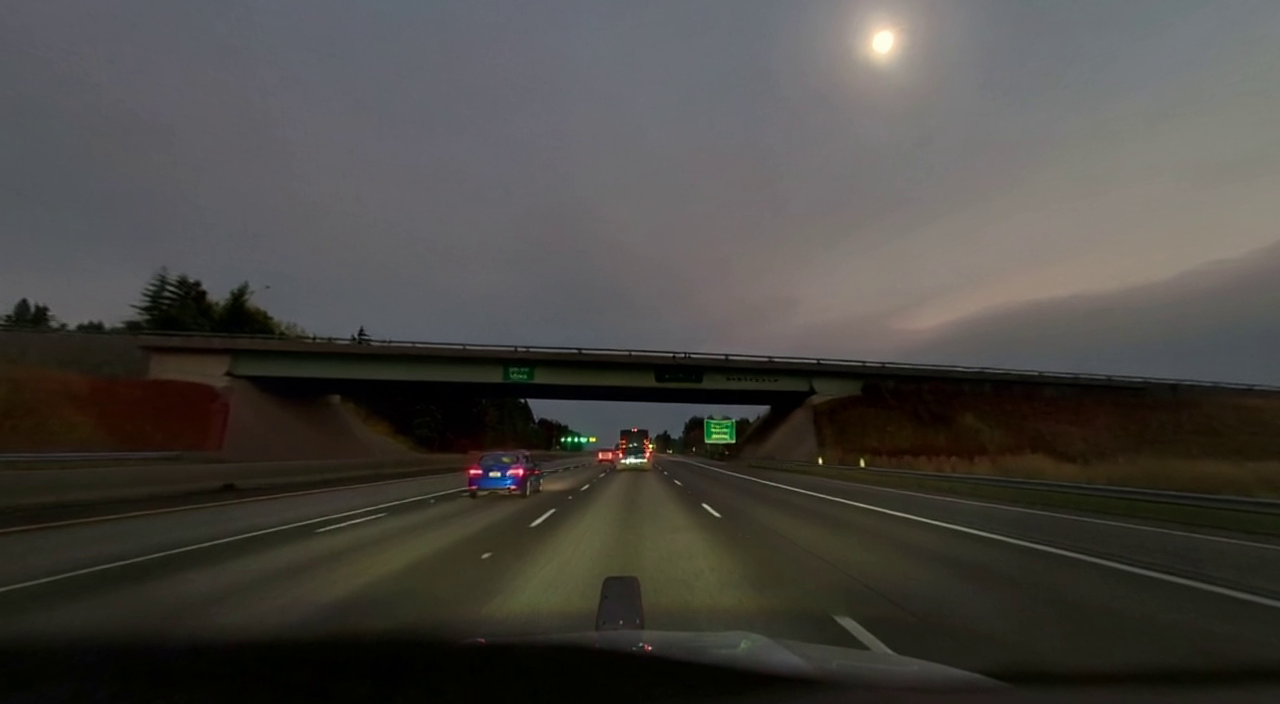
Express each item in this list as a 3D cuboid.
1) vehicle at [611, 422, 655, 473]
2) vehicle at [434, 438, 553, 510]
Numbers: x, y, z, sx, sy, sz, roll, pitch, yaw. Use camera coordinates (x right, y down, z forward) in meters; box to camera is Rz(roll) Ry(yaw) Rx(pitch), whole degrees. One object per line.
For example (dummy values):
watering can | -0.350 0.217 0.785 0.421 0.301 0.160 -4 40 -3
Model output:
vehicle | -0.494 6.397 42.244 2.672 3.056 6.900 0 -9 -1
vehicle | -3.665 3.136 16.669 2.088 1.643 4.215 0 -9 1
